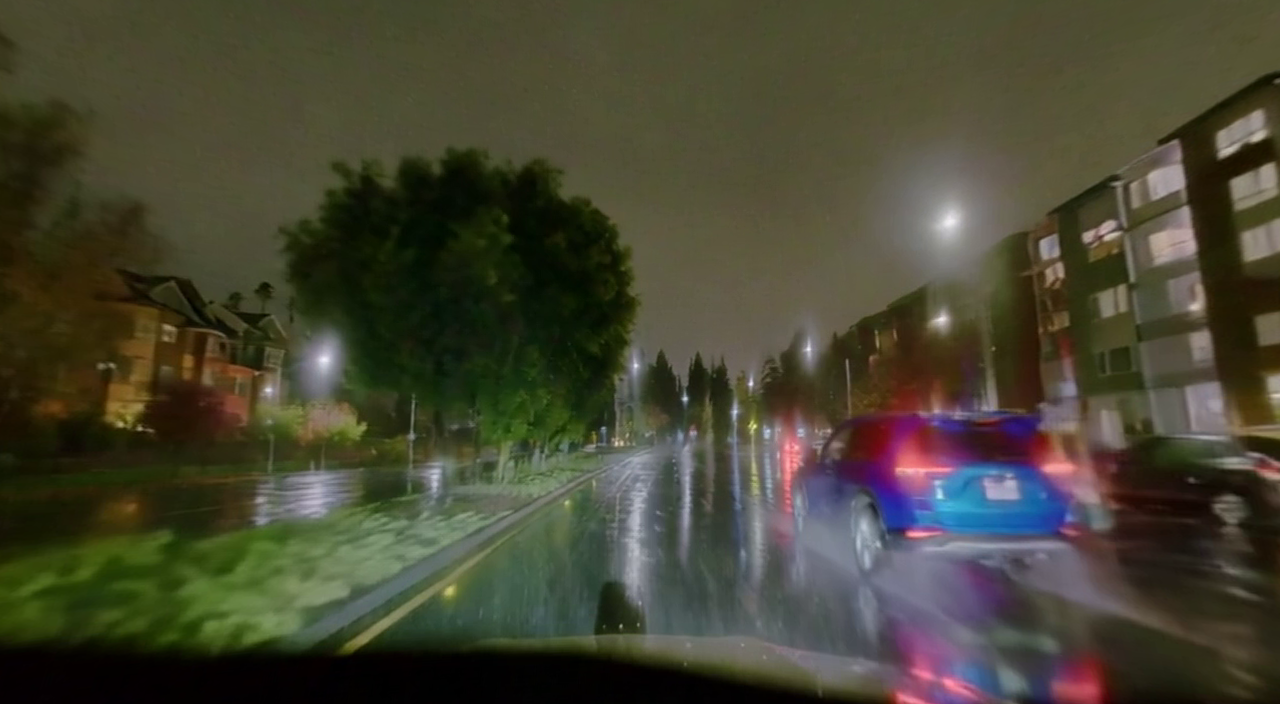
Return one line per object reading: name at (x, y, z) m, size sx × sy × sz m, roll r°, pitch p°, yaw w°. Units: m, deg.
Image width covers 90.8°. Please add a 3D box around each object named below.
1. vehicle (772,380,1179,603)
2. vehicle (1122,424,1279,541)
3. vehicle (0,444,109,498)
vehicle at (3.235, 1.475, 7.526) m, size 2.215 × 1.812 × 4.569 m, roll 0°, pitch -9°, yaw -1°
vehicle at (10.192, 2.011, 9.634) m, size 2.037 × 1.655 × 4.760 m, roll 4°, pitch -8°, yaw 1°
vehicle at (-19.108, 3.655, 19.270) m, size 1.908 × 1.500 × 4.470 m, roll -3°, pitch -10°, yaw 1°
